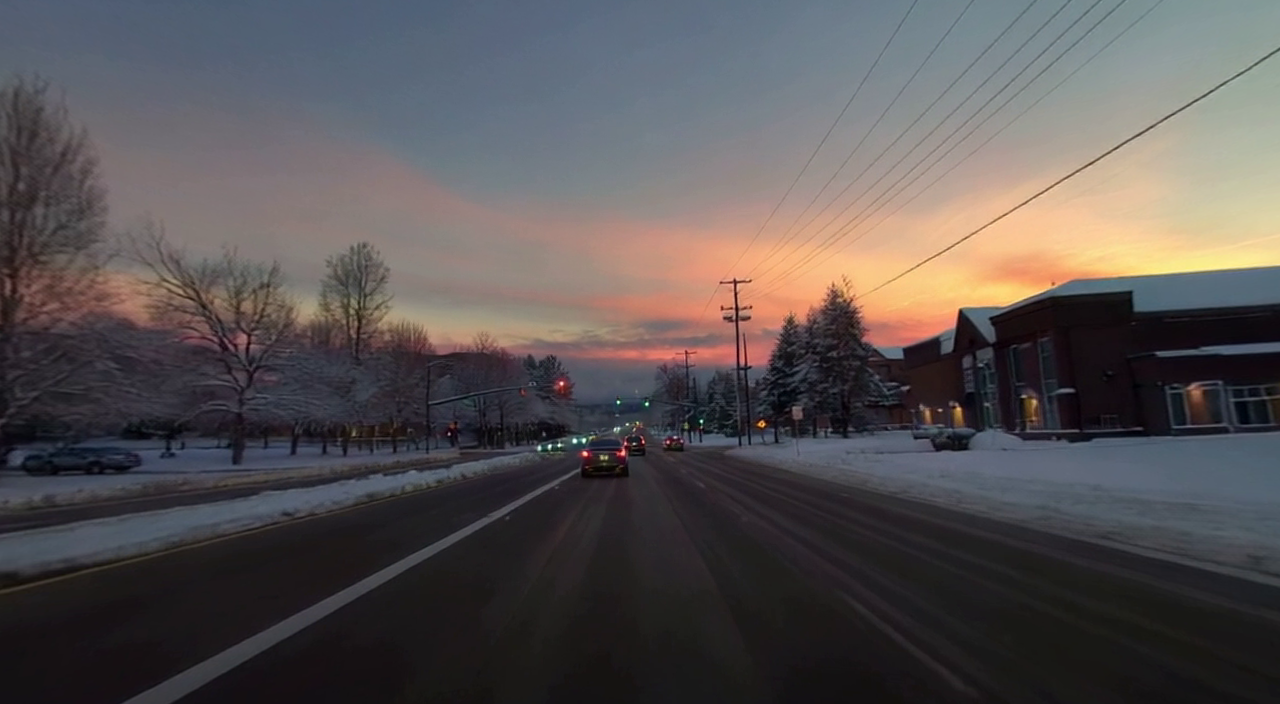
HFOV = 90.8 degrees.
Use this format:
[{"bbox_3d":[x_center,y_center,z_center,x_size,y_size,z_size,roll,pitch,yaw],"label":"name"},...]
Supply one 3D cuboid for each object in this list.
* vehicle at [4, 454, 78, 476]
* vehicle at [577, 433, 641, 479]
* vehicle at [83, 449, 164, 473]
[{"bbox_3d":[-44.481,8.386,47.007,1.768,1.441,3.832,0,-8,-1],"label":"vehicle"},{"bbox_3d":[-1.030,3.691,22.632,2.075,1.470,3.962,0,-8,-1],"label":"vehicle"},{"bbox_3d":[-38.705,8.144,47.467,2.026,1.701,4.536,-1,-8,4],"label":"vehicle"}]
